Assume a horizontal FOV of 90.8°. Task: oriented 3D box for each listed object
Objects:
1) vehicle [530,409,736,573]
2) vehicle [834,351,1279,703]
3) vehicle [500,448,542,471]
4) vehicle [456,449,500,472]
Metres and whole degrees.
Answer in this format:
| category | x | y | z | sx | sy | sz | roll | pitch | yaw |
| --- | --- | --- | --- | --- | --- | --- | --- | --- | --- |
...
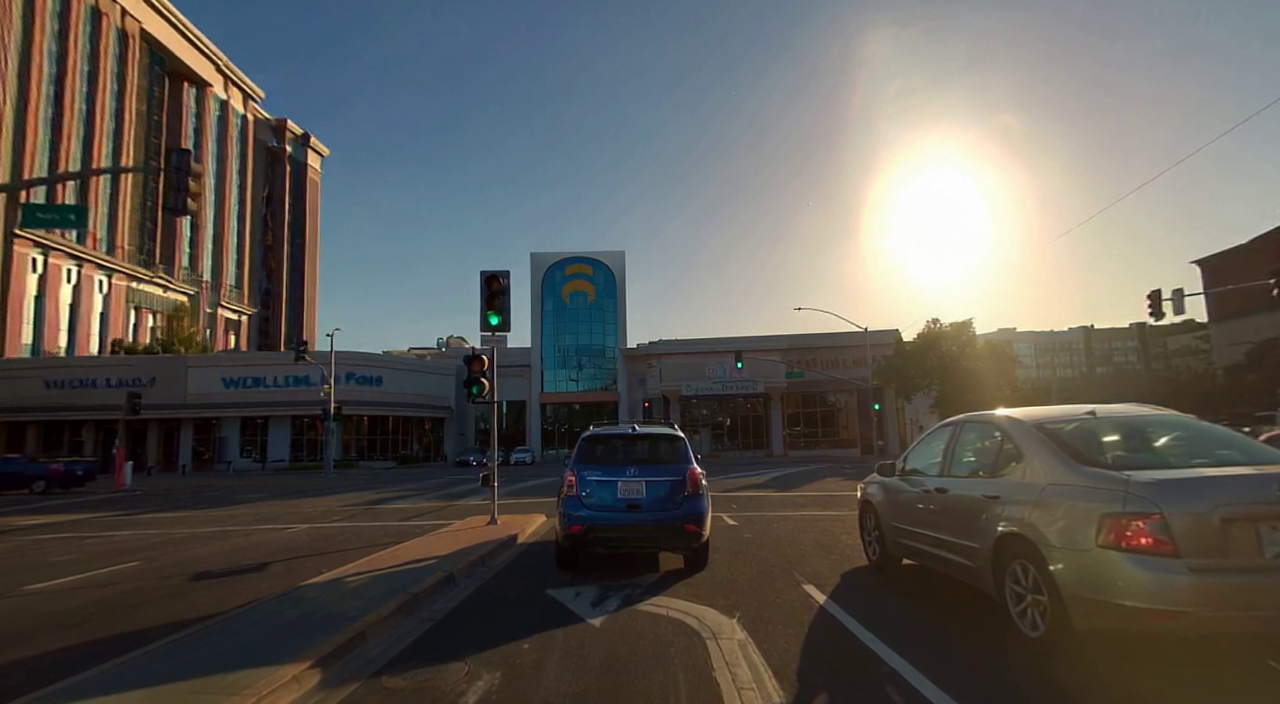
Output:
| category | x | y | z | sx | sy | sz | roll | pitch | yaw |
| --- | --- | --- | --- | --- | --- | --- | --- | --- | --- |
| vehicle | -0.120 | 1.844 | 9.179 | 2.238 | 1.762 | 4.445 | 0 | -9 | -1 |
| vehicle | 3.209 | 1.150 | 4.770 | 2.040 | 1.674 | 4.455 | 0 | -9 | 0 |
| vehicle | -8.543 | 7.742 | 45.738 | 2.163 | 1.529 | 4.210 | 0 | -9 | 1 |
| vehicle | -11.816 | 7.914 | 46.427 | 2.005 | 1.596 | 4.342 | -1 | -9 | 1 |
